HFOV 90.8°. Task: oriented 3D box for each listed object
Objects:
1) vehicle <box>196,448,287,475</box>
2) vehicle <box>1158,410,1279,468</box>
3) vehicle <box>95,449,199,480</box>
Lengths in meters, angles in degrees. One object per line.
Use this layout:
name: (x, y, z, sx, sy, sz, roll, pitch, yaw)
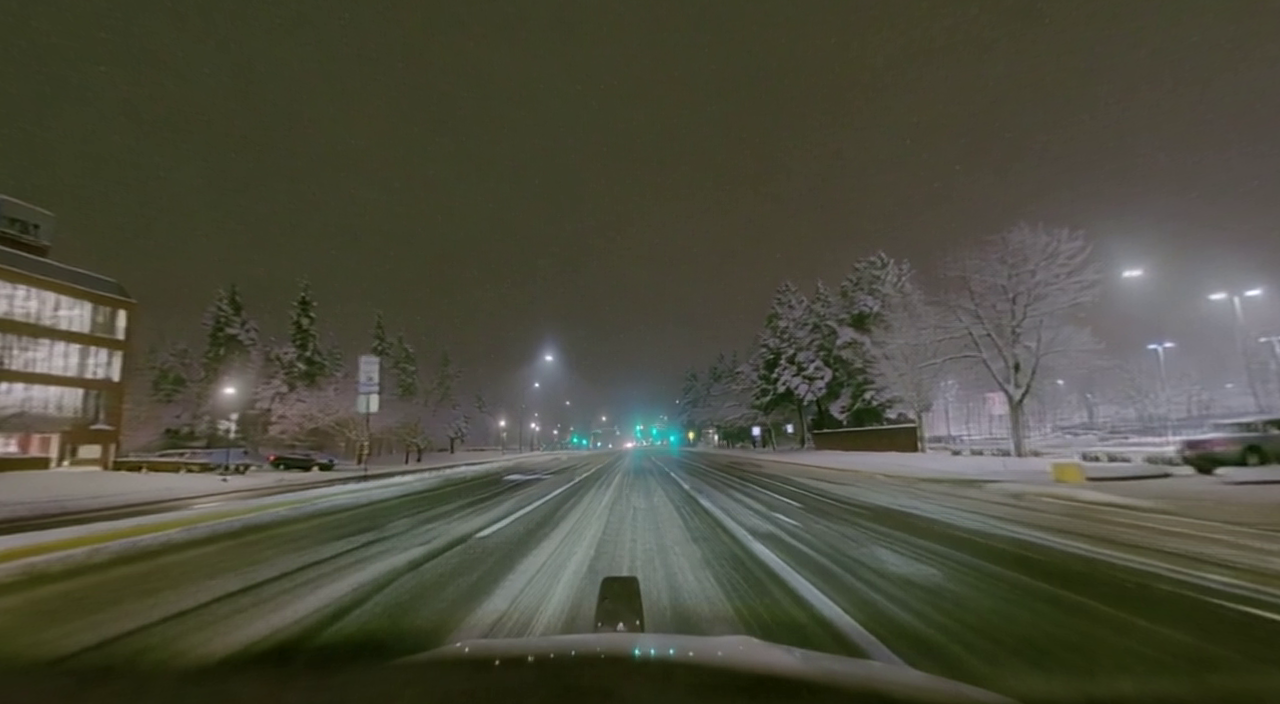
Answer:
vehicle: (-26.615, 7.330, 42.318, 4.673, 1.717, 2.044, 0, -9, 1)
vehicle: (20.025, 2.823, 20.383, 4.656, 1.752, 2.309, 1, -9, -4)
vehicle: (-32.319, 7.316, 41.502, 2.122, 1.886, 4.993, -10, -13, 44)
